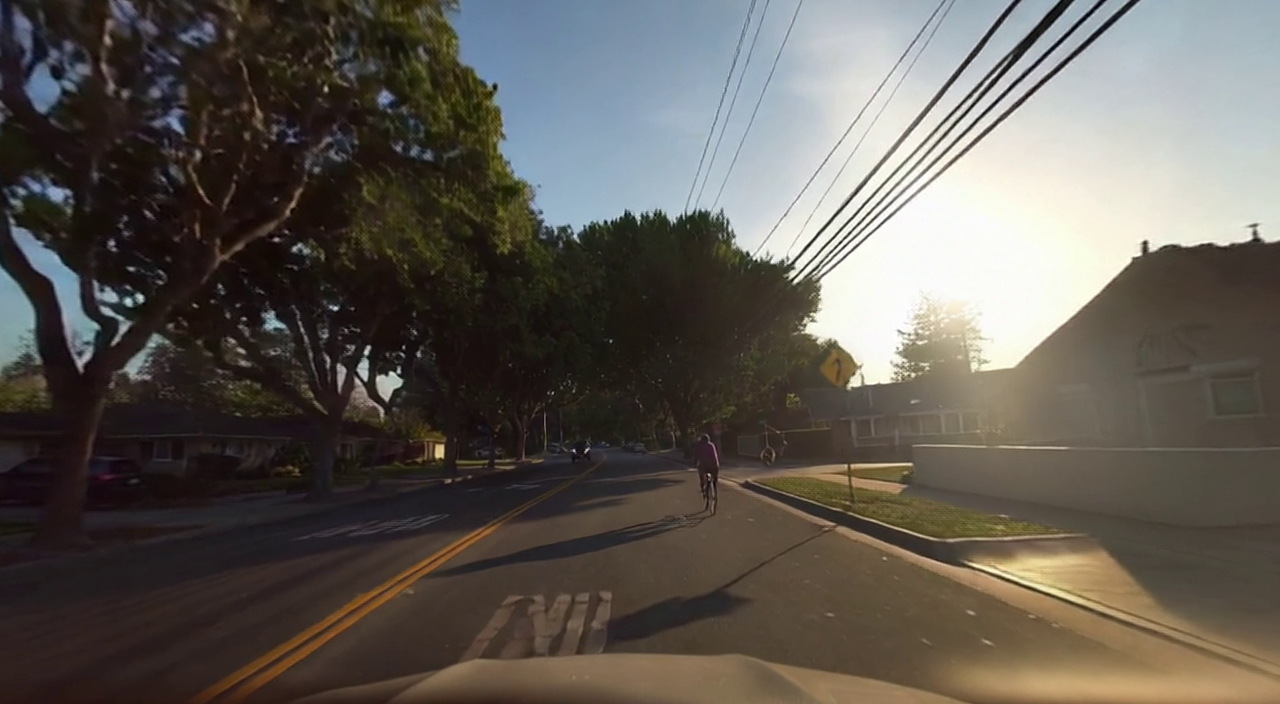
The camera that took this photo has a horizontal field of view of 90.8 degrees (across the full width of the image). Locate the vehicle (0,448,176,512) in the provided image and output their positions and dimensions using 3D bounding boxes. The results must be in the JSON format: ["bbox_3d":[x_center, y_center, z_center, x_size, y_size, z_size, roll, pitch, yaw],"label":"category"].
[{"bbox_3d":[-14.520,3.193,15.952,4.143,1.480,1.755,0,-8,-2],"label":"vehicle"}]
